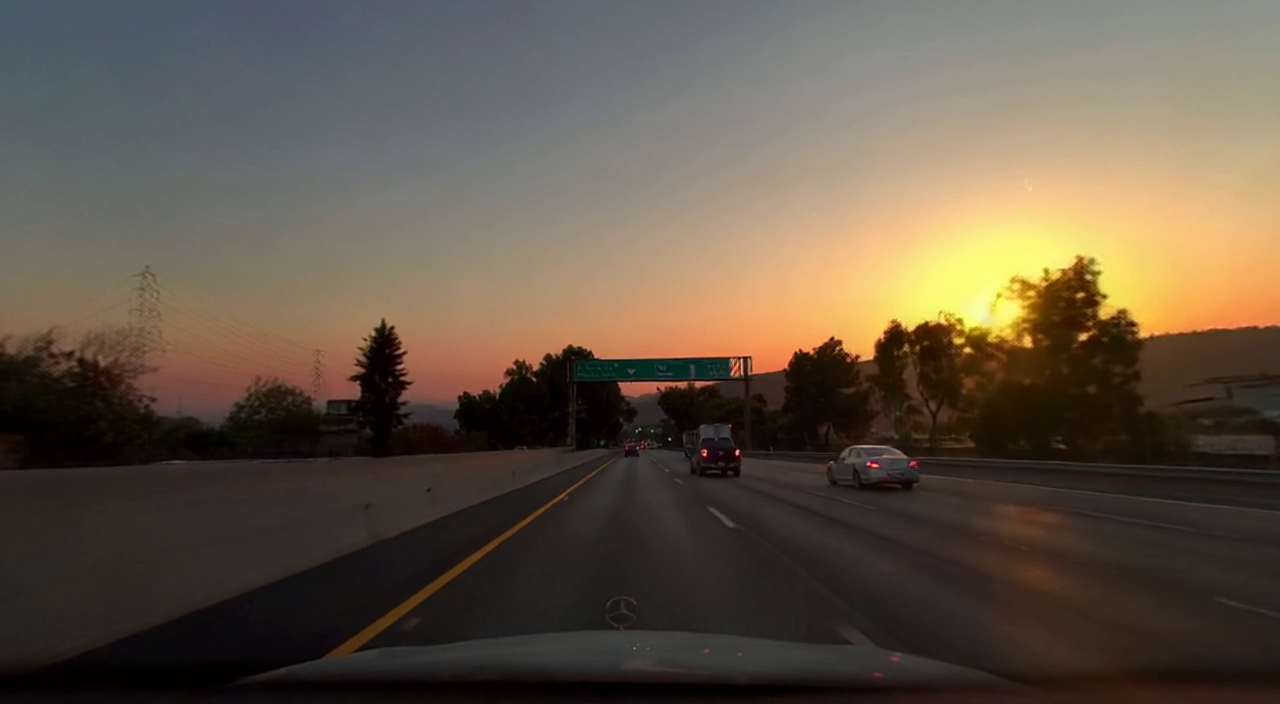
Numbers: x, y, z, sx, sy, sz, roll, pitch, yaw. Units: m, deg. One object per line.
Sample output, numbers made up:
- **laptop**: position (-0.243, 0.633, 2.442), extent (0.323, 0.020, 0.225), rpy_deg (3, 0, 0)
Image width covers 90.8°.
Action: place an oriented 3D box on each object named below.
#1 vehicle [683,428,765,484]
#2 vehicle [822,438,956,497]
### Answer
- **vehicle**: position (2.939, 3.816, 23.324), extent (2.258, 1.824, 4.908), rpy_deg (0, -9, -1)
- **vehicle**: position (6.766, 3.168, 17.712), extent (2.009, 1.456, 4.097), rpy_deg (0, -9, -1)
